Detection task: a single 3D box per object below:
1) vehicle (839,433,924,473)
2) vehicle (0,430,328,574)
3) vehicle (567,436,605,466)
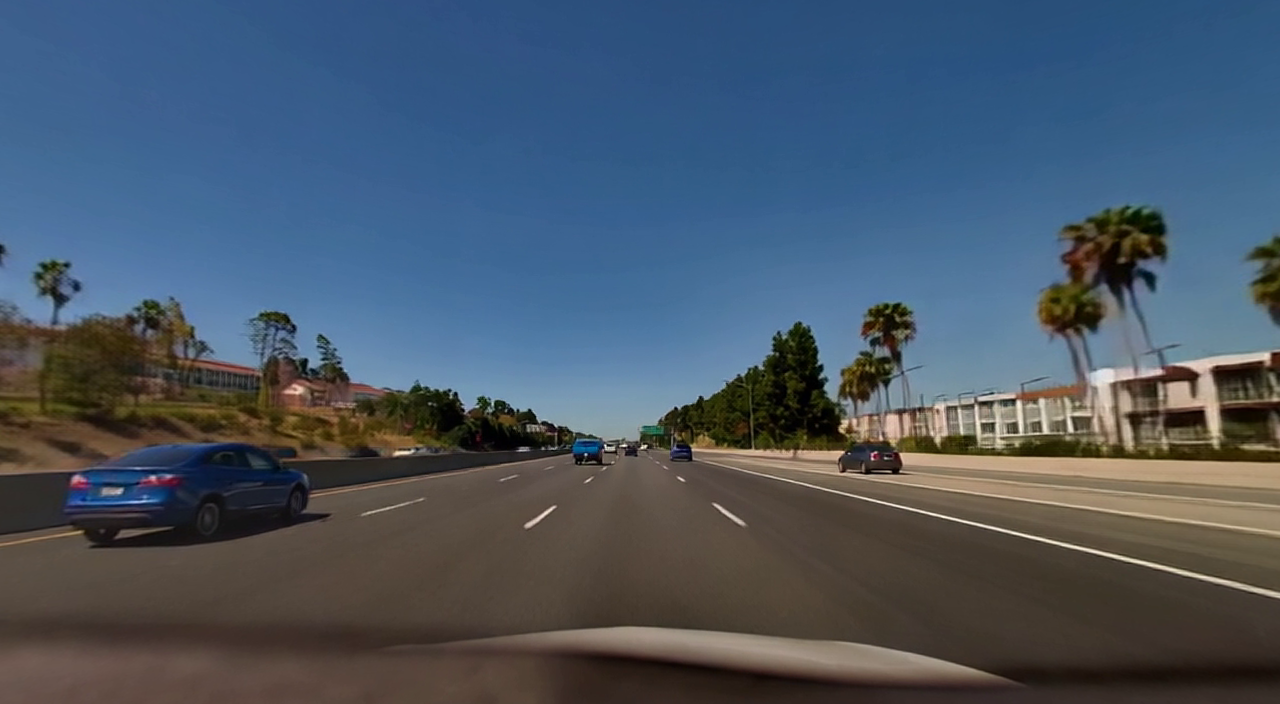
[{"bbox_3d":[11.608,4.916,30.756,2.168,1.792,4.457,0,-9,-3],"label":"vehicle"},{"bbox_3d":[-6.795,1.946,9.104,2.018,1.480,4.999,0,-9,0],"label":"vehicle"},{"bbox_3d":[-3.754,6.990,44.551,2.225,1.967,4.673,0,-9,1],"label":"vehicle"}]
